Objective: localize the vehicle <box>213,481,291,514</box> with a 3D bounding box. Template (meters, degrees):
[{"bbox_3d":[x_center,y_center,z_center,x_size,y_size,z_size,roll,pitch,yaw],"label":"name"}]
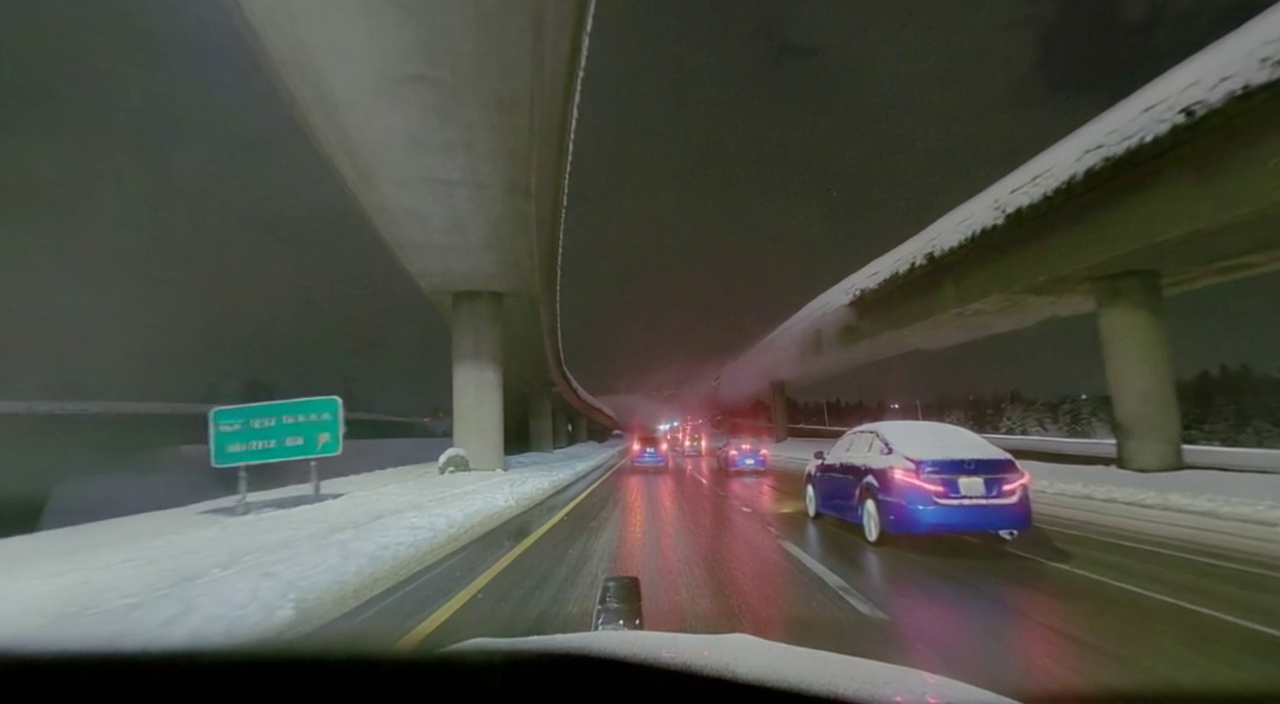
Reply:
[{"bbox_3d":[-22.076,8.265,36.036,1.813,1.498,4.330,1,-8,-3],"label":"vehicle"}]

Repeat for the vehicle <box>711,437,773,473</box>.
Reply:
[{"bbox_3d":[4.552,4.667,28.699,2.047,1.500,4.017,0,-8,-2],"label":"vehicle"}]

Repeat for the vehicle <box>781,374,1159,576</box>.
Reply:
[{"bbox_3d":[3.959,1.649,9.224,2.404,2.014,5.655,0,-8,-1],"label":"vehicle"}]

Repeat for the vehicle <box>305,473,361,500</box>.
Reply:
[{"bbox_3d":[-22.596,9.917,46.581,1.920,1.675,4.655,1,-8,-2],"label":"vehicle"}]

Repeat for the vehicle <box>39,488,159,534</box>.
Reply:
[{"bbox_3d":[-23.211,6.804,27.268,1.792,1.481,4.338,2,-9,-9],"label":"vehicle"}]

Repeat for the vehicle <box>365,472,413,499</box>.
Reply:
[{"bbox_3d":[-18.760,10.008,47.345,1.939,1.689,4.298,0,-8,-2],"label":"vehicle"}]

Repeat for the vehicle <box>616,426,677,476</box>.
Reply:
[{"bbox_3d":[0.258,4.017,25.721,2.264,1.841,4.583,0,-8,0],"label":"vehicle"}]
